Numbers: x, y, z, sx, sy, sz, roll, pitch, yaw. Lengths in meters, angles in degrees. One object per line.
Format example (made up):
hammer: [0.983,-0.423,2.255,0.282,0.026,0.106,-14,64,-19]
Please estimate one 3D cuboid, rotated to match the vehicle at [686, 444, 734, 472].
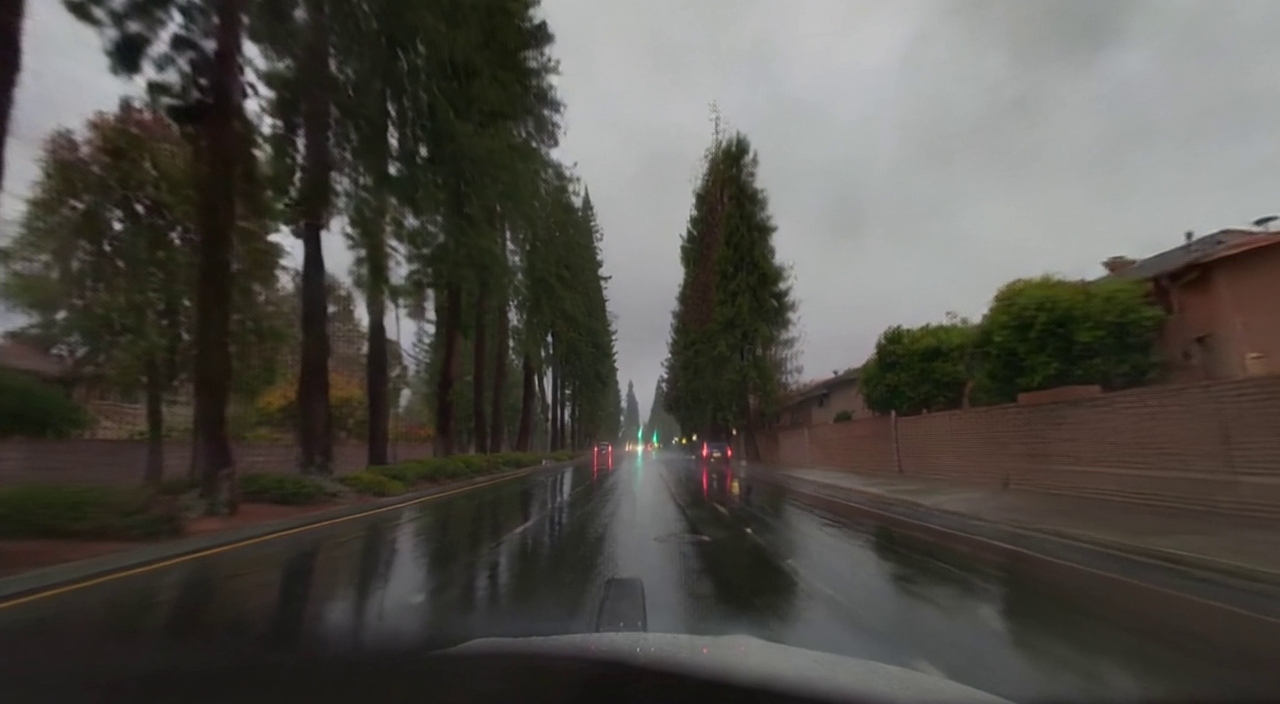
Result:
vehicle: [4.122,6.319,37.864,2.237,1.578,4.621,0,-8,-1]
